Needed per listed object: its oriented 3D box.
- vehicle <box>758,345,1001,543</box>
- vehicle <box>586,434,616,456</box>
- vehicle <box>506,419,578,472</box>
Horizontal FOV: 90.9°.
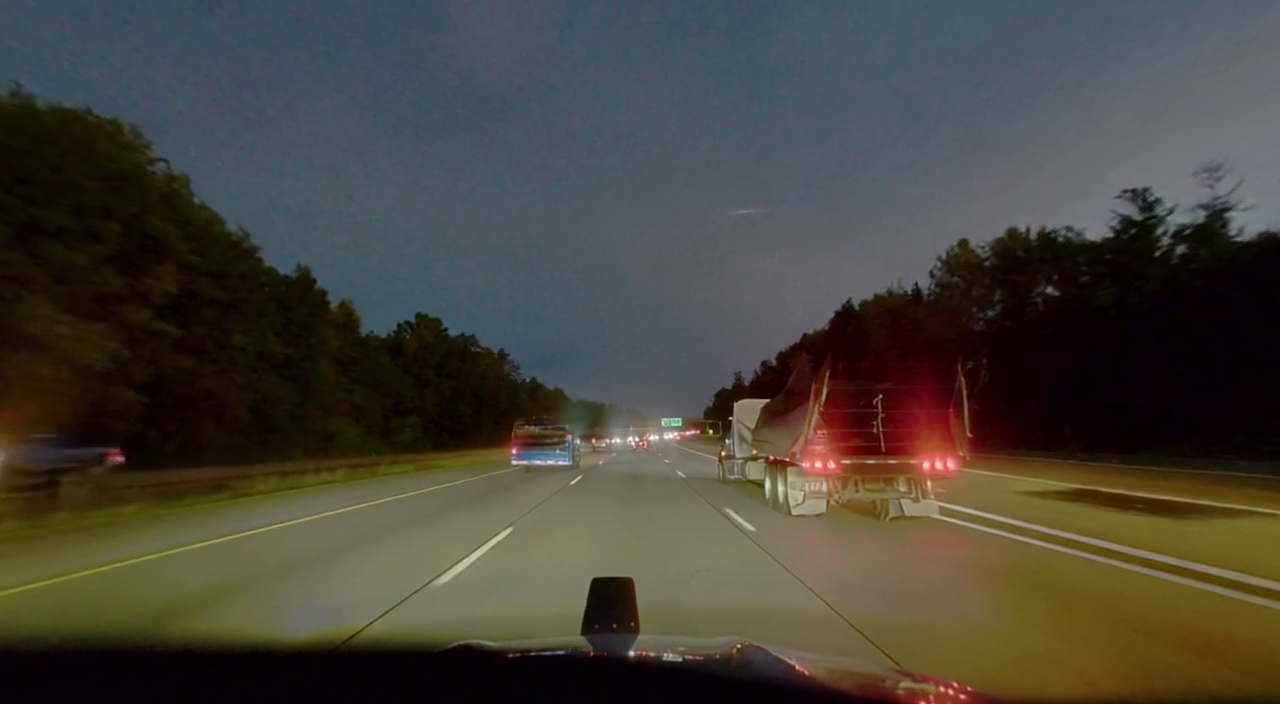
[{"bbox_3d":[3.500,1.454,10.298,2.256,2.568,4.049,0,-8,-1],"label":"vehicle"},{"bbox_3d":[-2.944,7.127,48.267,2.008,1.588,4.147,0,-8,1],"label":"vehicle"},{"bbox_3d":[-3.889,3.819,25.975,2.204,1.991,4.720,0,-8,0],"label":"vehicle"}]
